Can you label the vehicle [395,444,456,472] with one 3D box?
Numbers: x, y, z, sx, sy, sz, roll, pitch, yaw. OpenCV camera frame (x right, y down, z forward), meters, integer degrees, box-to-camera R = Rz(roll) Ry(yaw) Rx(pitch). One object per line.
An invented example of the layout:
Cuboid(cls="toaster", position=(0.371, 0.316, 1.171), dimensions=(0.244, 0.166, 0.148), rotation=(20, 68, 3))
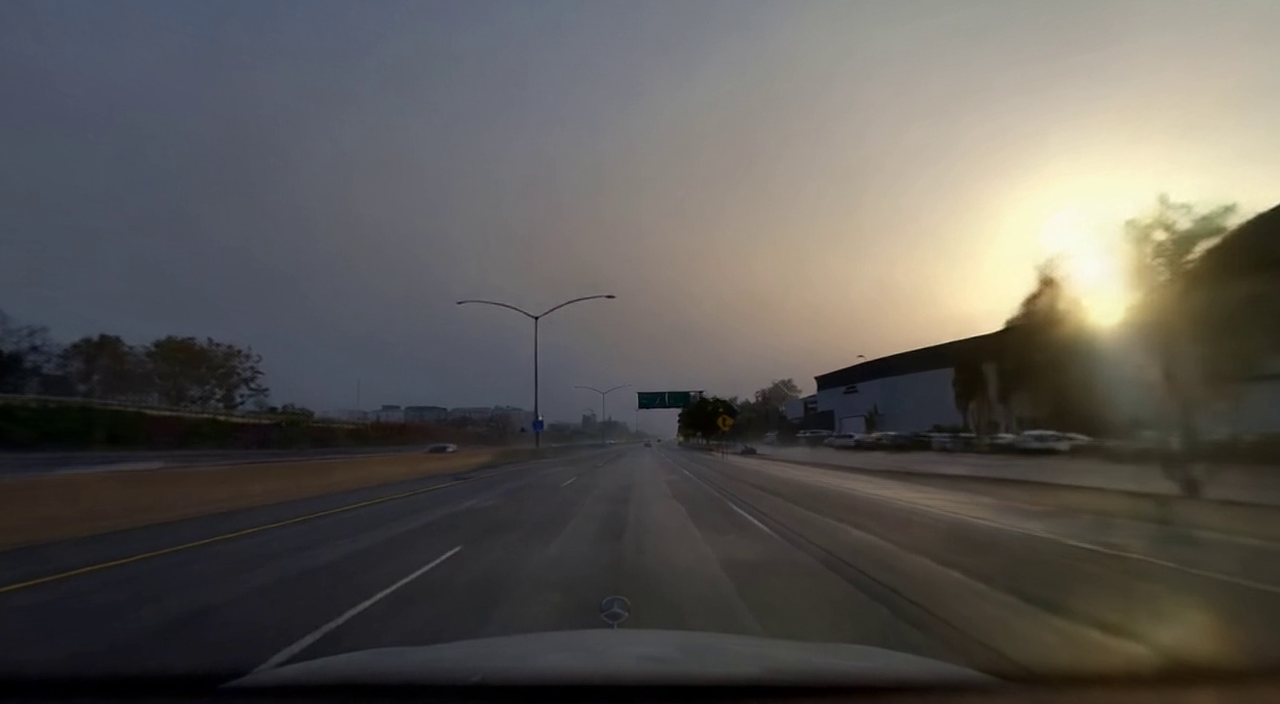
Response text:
Cuboid(cls="vehicle", position=(-12.441, 6.141, 36.850), dimensions=(1.902, 1.469, 4.645), rotation=(-1, -8, 1))
